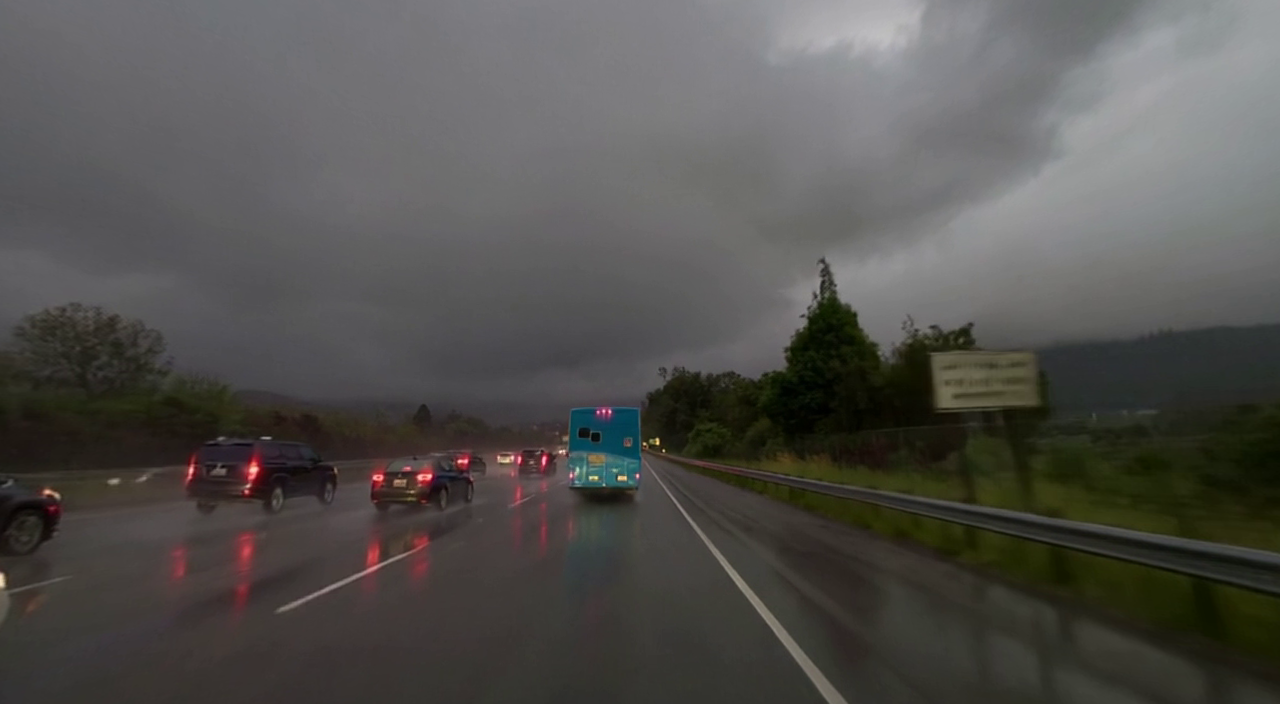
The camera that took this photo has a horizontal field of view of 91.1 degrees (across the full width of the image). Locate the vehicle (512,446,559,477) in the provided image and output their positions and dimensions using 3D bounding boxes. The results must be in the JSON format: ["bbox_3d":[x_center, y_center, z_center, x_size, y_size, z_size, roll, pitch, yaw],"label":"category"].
[{"bbox_3d":[-5.316,5.628,32.391,1.872,1.480,3.545,0,-9,-1],"label":"vehicle"}]

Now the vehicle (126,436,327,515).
[{"bbox_3d":[-9.726,2.912,15.327,2.010,1.621,4.252,0,-9,-1],"label":"vehicle"}]

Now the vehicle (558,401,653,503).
[{"bbox_3d":[-0.903,2.952,18.677,2.394,2.556,5.232,0,-9,-1],"label":"vehicle"}]

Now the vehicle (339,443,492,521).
[{"bbox_3d":[-4.716,2.767,13.917,1.876,1.438,4.072,0,-9,0],"label":"vehicle"}]
